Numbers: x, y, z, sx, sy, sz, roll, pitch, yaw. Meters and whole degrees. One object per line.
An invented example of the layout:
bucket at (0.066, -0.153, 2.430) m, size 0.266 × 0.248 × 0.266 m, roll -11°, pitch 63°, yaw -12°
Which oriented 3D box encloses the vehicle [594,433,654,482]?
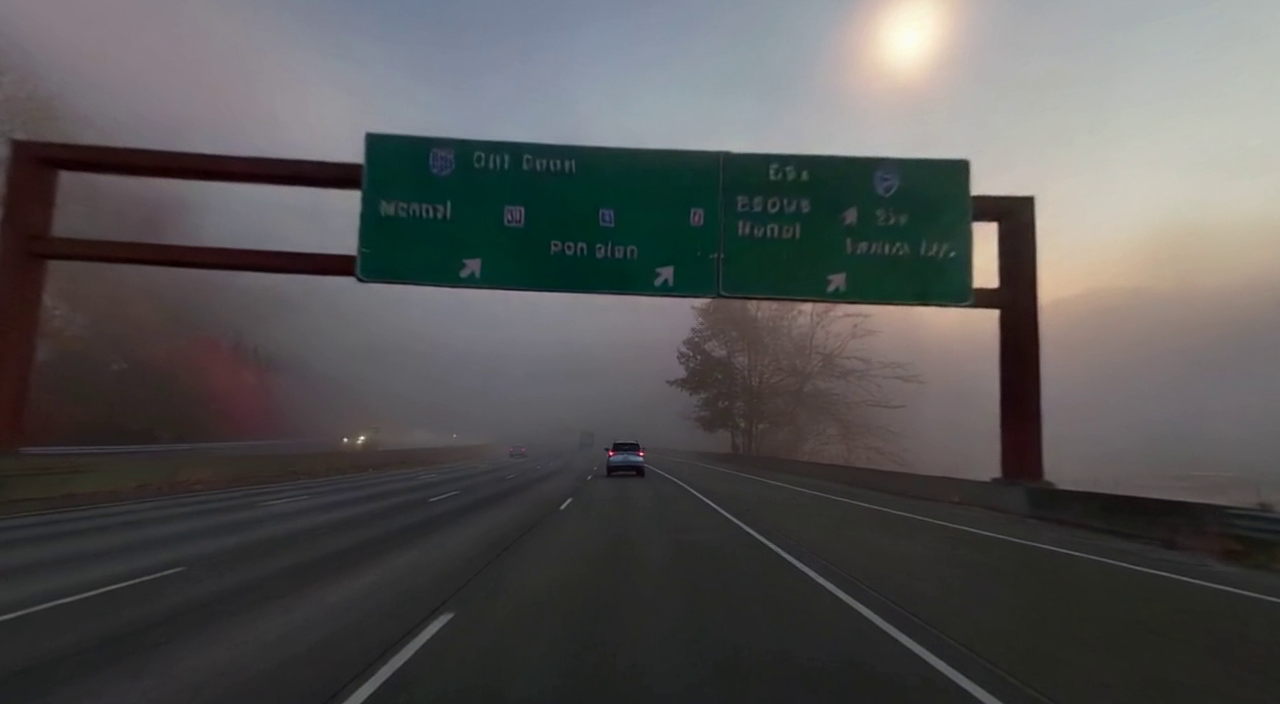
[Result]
vehicle at (-0.634, 4.035, 24.301) m, size 2.120 × 1.706 × 4.226 m, roll 0°, pitch -8°, yaw -2°
